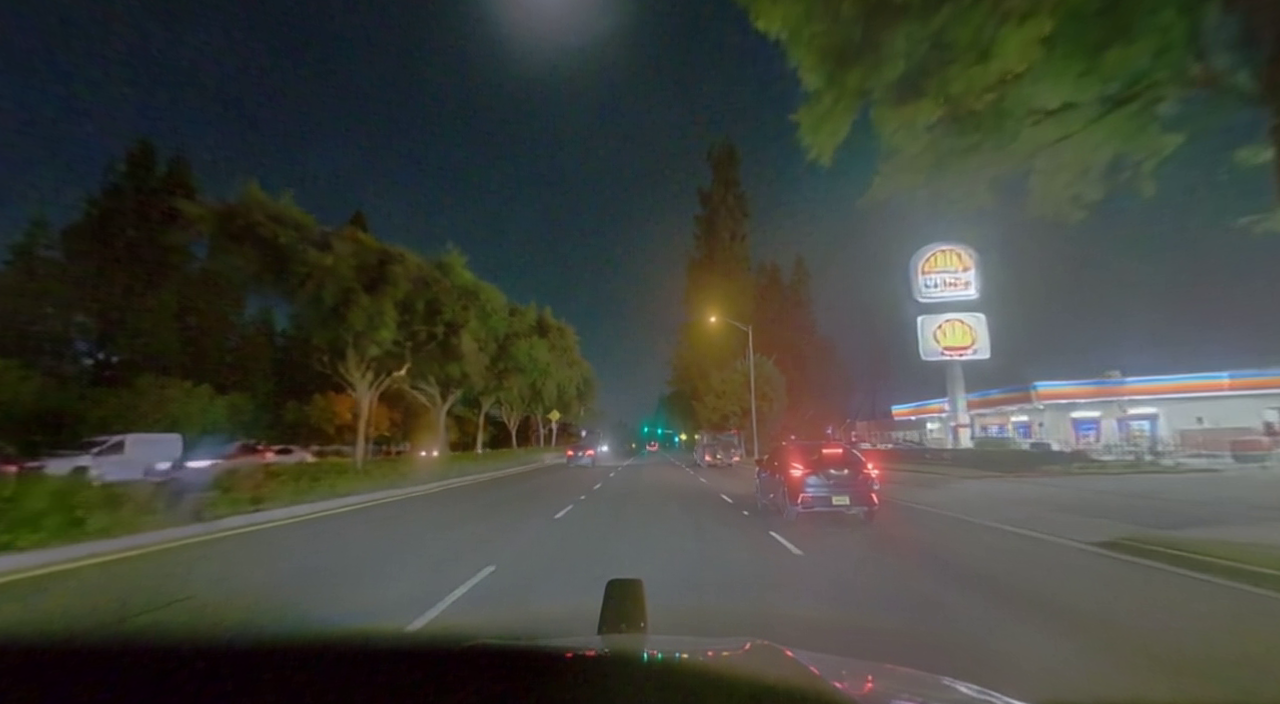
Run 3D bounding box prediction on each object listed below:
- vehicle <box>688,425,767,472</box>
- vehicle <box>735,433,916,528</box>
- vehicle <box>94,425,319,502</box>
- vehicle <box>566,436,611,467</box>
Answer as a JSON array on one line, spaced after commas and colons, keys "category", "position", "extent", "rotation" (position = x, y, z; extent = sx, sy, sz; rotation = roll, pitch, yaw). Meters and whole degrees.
[{"category": "vehicle", "position": [4.299, 4.968, 32.538], "extent": [3.245, 2.199, 6.295], "rotation": [0, -8, 0]}, {"category": "vehicle", "position": [3.287, 2.387, 12.354], "extent": [2.095, 1.475, 4.686], "rotation": [0, -8, 0]}, {"category": "vehicle", "position": [-11.365, 2.960, 17.249], "extent": [2.141, 1.751, 5.451], "rotation": [0, -8, 2]}, {"category": "vehicle", "position": [-3.050, 6.049, 38.461], "extent": [2.250, 1.713, 4.422], "rotation": [0, -8, 2]}]
